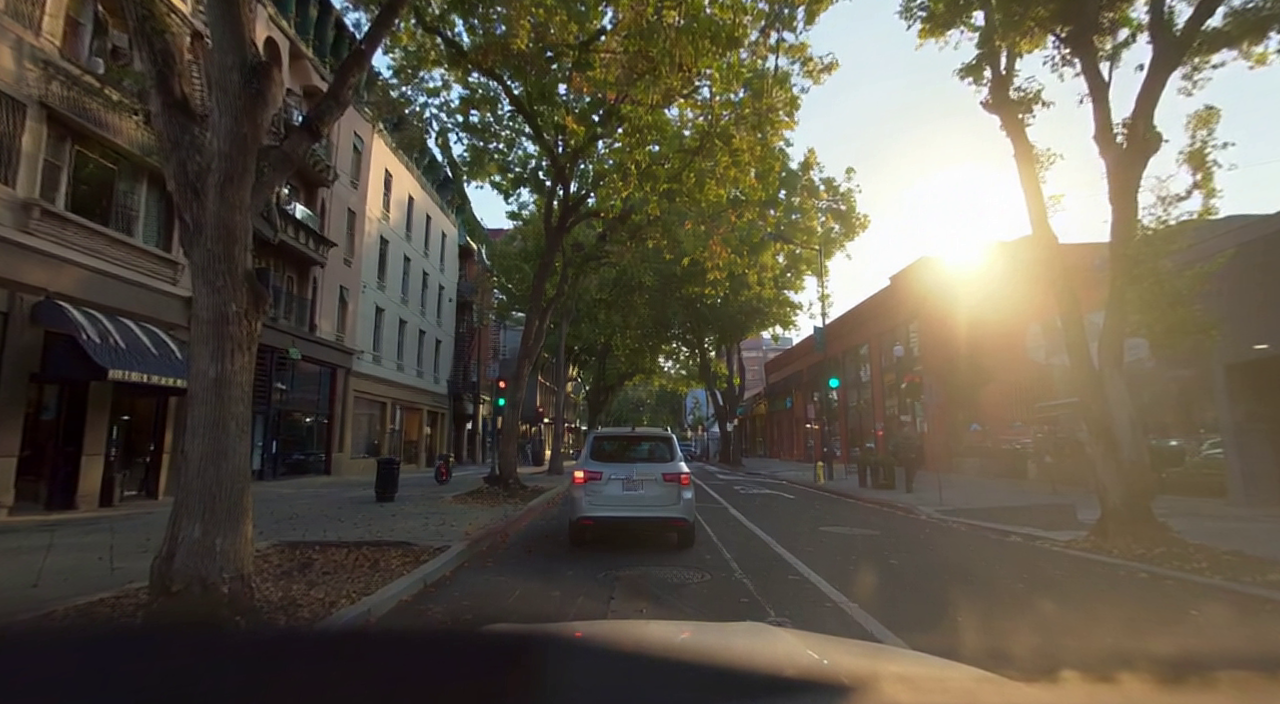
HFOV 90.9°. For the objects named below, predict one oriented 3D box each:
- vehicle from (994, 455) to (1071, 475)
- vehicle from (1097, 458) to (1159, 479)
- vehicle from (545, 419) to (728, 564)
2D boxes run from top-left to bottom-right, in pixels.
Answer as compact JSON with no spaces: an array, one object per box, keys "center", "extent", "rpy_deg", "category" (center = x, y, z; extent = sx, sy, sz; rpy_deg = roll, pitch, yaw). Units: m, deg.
[{"center":[29.783,8.584,47.918],"extent":[4.668,1.441,1.904],"rpy_deg":[1,-9,-6],"category":"vehicle"},{"center":[36.980,8.819,47.798],"extent":[3.445,1.363,1.608],"rpy_deg":[2,-8,-1],"category":"vehicle"},{"center":[-0.083,1.873,9.147],"extent":[2.079,1.621,3.861],"rpy_deg":[0,-8,-1],"category":"vehicle"}]
